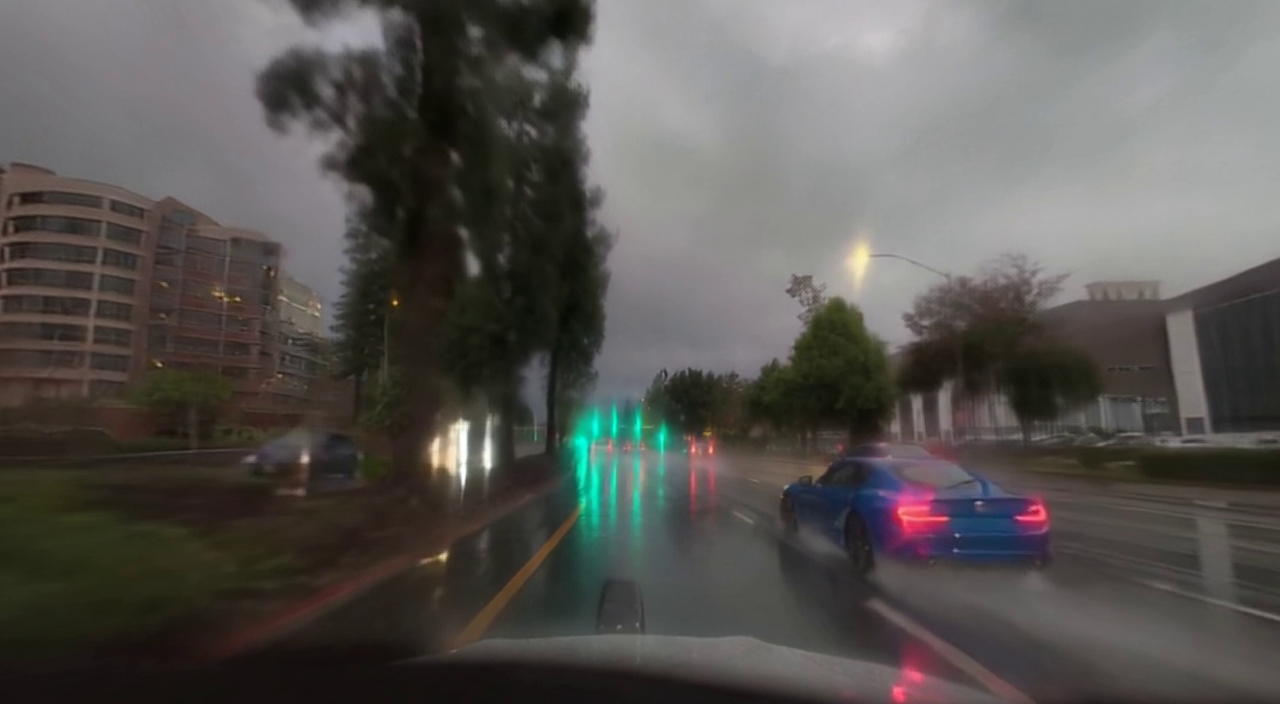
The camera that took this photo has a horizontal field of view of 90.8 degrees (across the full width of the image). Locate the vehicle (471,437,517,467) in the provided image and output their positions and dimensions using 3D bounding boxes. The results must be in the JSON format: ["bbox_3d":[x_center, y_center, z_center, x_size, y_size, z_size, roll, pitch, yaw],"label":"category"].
[{"bbox_3d":[-8.845,6.100,38.642,2.065,1.712,4.349,1,-9,-5],"label":"vehicle"}]

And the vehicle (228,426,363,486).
[{"bbox_3d":[-11.035,3.378,20.715,2.048,1.738,4.520,1,-9,-3],"label":"vehicle"}]

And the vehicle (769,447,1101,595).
[{"bbox_3d":[3.207,1.917,8.115,1.990,1.347,4.388,1,-9,-2],"label":"vehicle"}]

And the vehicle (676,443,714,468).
[{"bbox_3d":[3.903,7.367,45.265,1.931,1.685,4.054,1,-9,-7],"label":"vehicle"}]
